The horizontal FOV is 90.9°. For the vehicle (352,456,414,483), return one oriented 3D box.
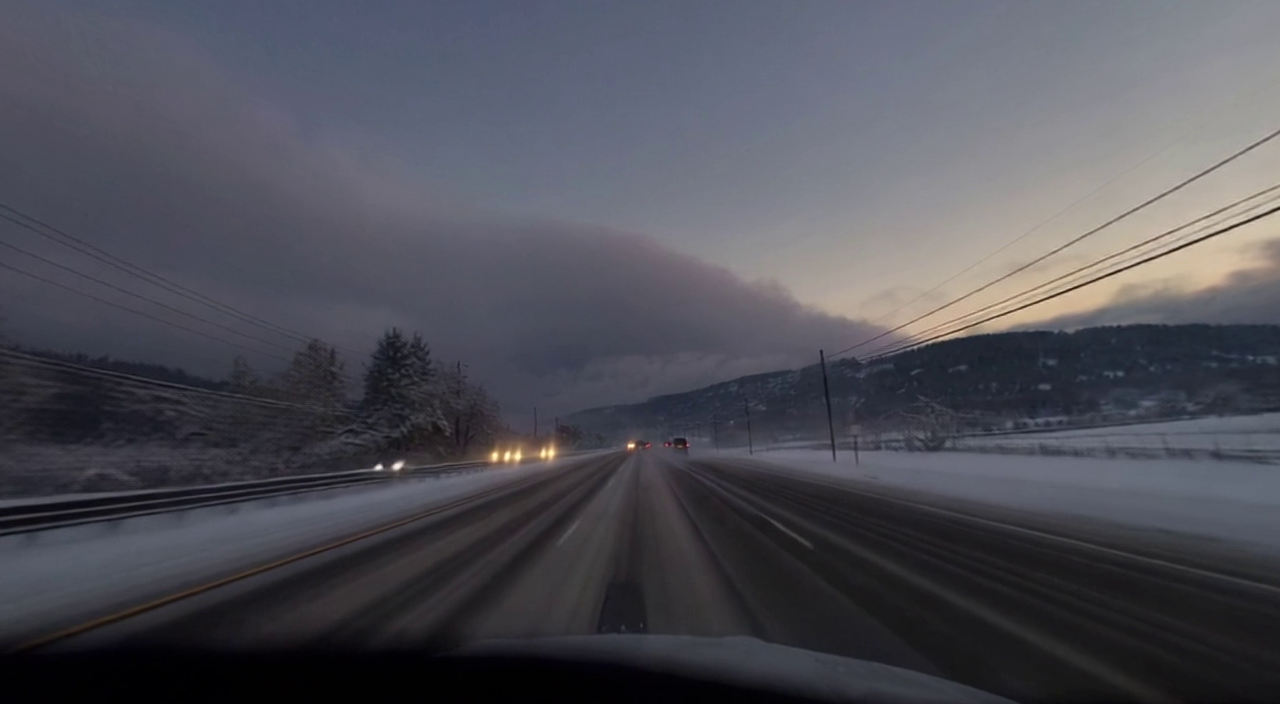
[{"bbox_3d":[-16.408,7.513,40.532,1.884,1.476,4.798,0,-8,1],"label":"vehicle"}]
